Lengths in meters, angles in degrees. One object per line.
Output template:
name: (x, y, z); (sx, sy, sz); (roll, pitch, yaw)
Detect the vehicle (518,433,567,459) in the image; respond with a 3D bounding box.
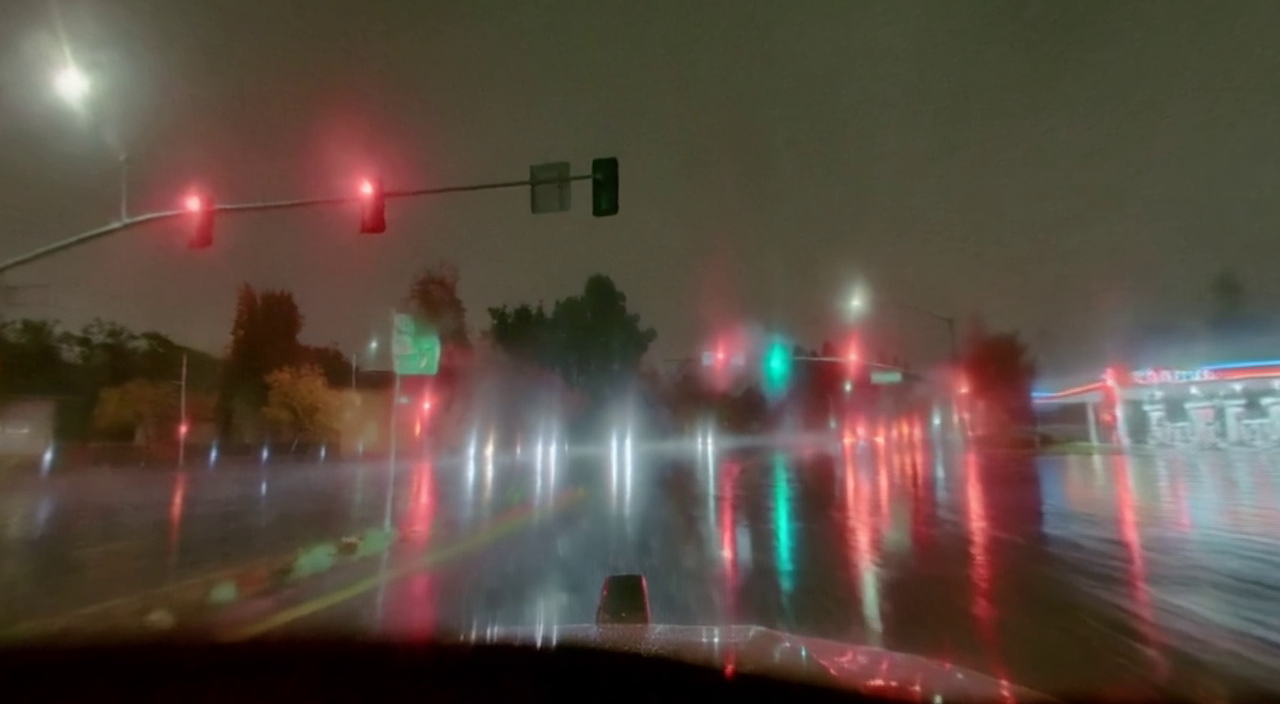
vehicle: (-6.909, 6.745, 45.076); (2.090, 1.779, 4.697); (-2, -8, 10)

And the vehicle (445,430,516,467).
vehicle: (-8.547, 5.222, 34.070); (2.112, 1.853, 4.516); (-2, -8, 9)

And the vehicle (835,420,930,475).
vehicle: (8.247, 3.294, 21.779); (2.090, 1.717, 4.063); (-1, -8, 8)
